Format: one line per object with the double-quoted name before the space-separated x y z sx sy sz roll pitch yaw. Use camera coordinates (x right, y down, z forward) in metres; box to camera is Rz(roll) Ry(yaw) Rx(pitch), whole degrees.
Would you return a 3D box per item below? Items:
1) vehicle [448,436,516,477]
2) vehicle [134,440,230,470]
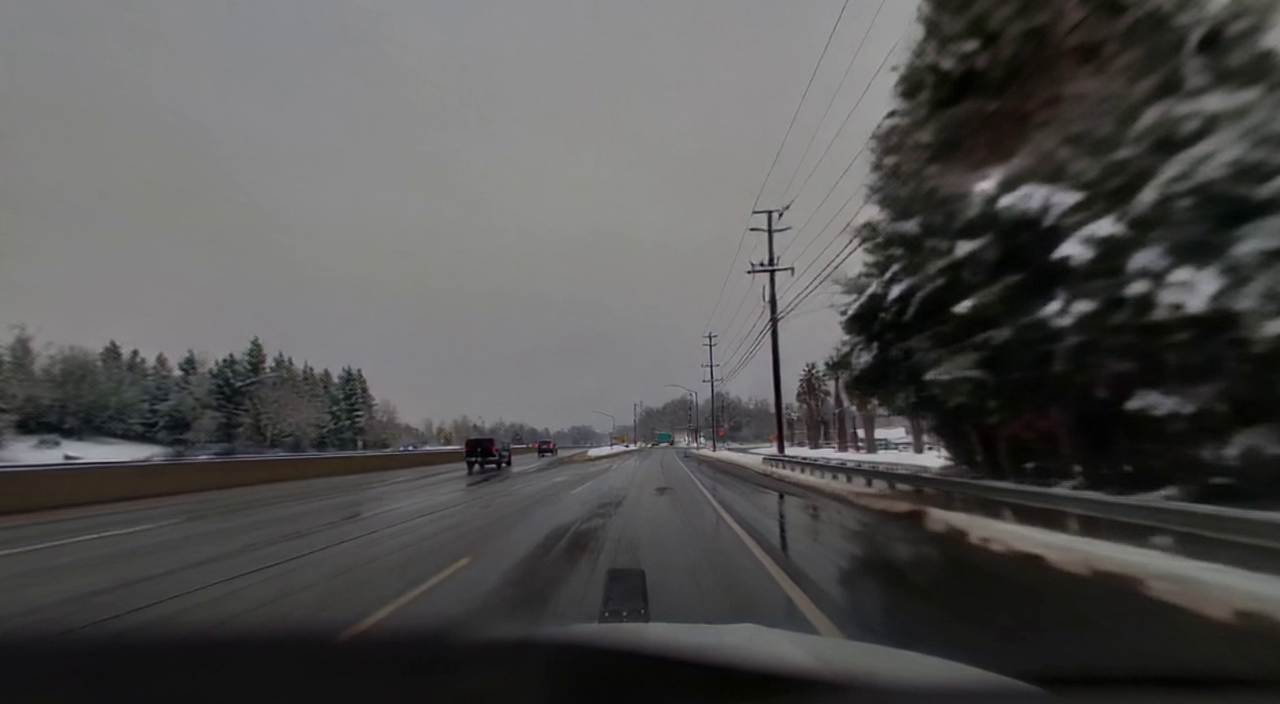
"vehicle" -6.622 4.408 26.879 2.029 1.609 3.935 0 -8 -2
"vehicle" -32.324 7.265 44.823 2.345 1.917 6.283 0 -8 -3
